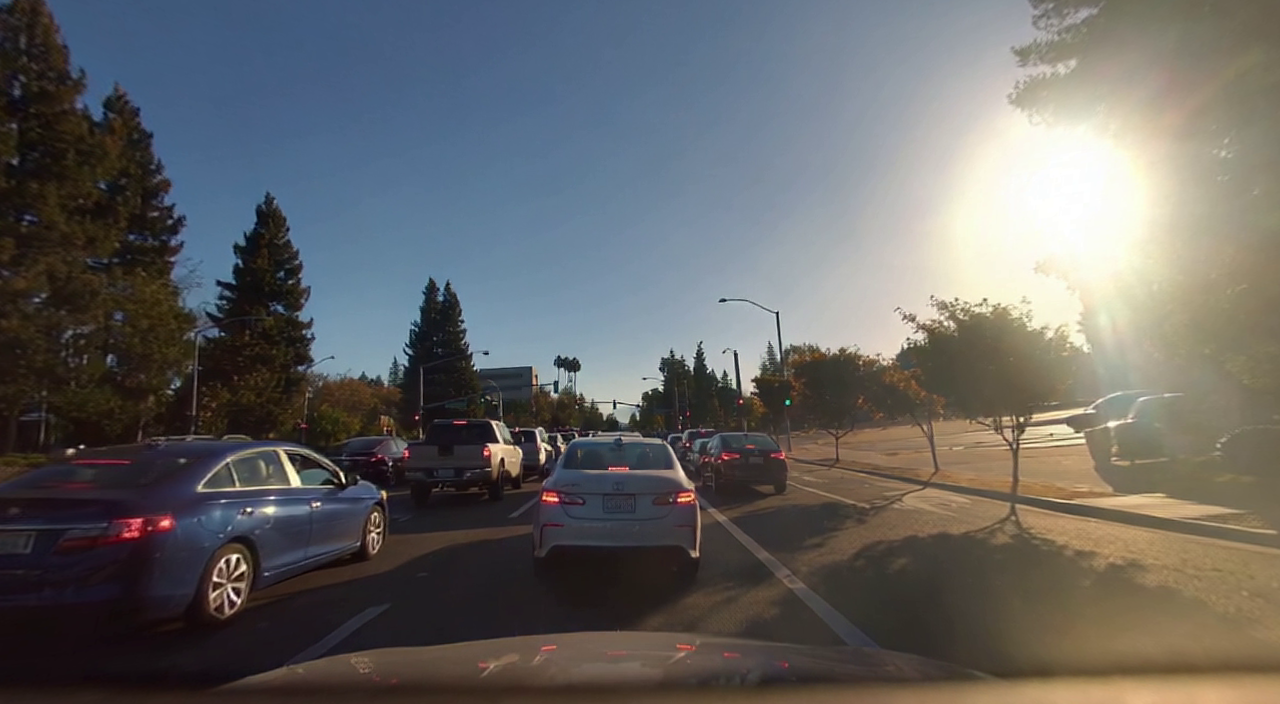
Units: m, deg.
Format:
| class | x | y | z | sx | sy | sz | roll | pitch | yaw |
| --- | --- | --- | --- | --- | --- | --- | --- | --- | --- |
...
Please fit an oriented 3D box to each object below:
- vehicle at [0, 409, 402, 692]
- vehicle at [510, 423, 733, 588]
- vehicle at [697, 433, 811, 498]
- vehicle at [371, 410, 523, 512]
| class | x | y | z | sx | sy | sz | roll | pitch | yaw |
| --- | --- | --- | --- | --- | --- | --- | --- | --- | --- |
| vehicle | -3.861 | 1.352 | 5.471 | 1.985 | 1.467 | 4.224 | 0 | -8 | -1 |
| vehicle | -0.232 | 1.684 | 7.806 | 2.007 | 1.467 | 4.059 | 0 | -8 | -2 |
| vehicle | 2.801 | 2.914 | 16.609 | 1.978 | 1.452 | 4.381 | 0 | -8 | -3 |
| vehicle | -4.029 | 2.367 | 14.122 | 2.054 | 1.881 | 4.469 | 0 | -8 | -1 |
